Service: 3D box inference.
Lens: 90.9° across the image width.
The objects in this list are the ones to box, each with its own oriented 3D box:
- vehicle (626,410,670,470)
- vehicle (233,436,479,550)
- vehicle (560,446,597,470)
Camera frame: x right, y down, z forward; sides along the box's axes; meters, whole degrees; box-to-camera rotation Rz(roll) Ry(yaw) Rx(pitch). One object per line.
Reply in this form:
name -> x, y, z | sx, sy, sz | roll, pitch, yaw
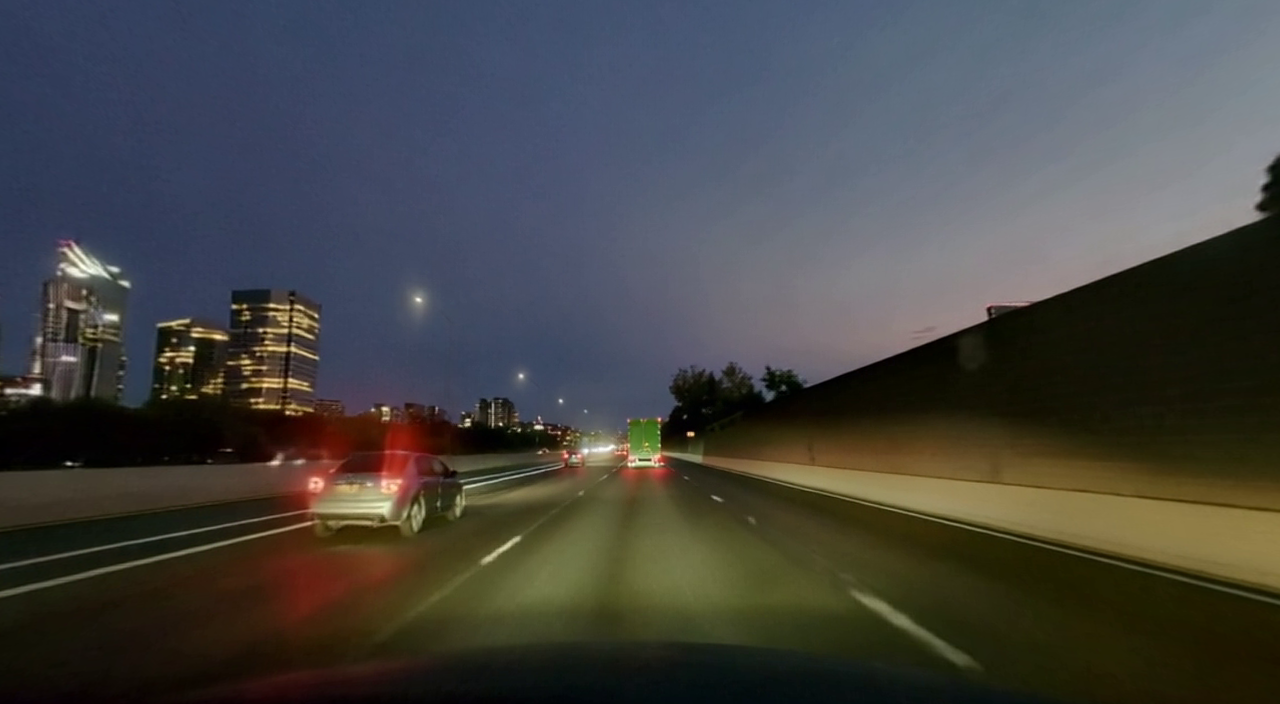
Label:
vehicle -> 0.563, 6.721, 48.034 | 2.980, 4.051, 10.359 | 0, -9, 0
vehicle -> -4.345, 2.216, 10.698 | 1.977, 1.478, 4.702 | 0, -9, 0
vehicle -> -4.046, 7.015, 41.950 | 1.974, 1.531, 4.429 | 0, -9, 0
